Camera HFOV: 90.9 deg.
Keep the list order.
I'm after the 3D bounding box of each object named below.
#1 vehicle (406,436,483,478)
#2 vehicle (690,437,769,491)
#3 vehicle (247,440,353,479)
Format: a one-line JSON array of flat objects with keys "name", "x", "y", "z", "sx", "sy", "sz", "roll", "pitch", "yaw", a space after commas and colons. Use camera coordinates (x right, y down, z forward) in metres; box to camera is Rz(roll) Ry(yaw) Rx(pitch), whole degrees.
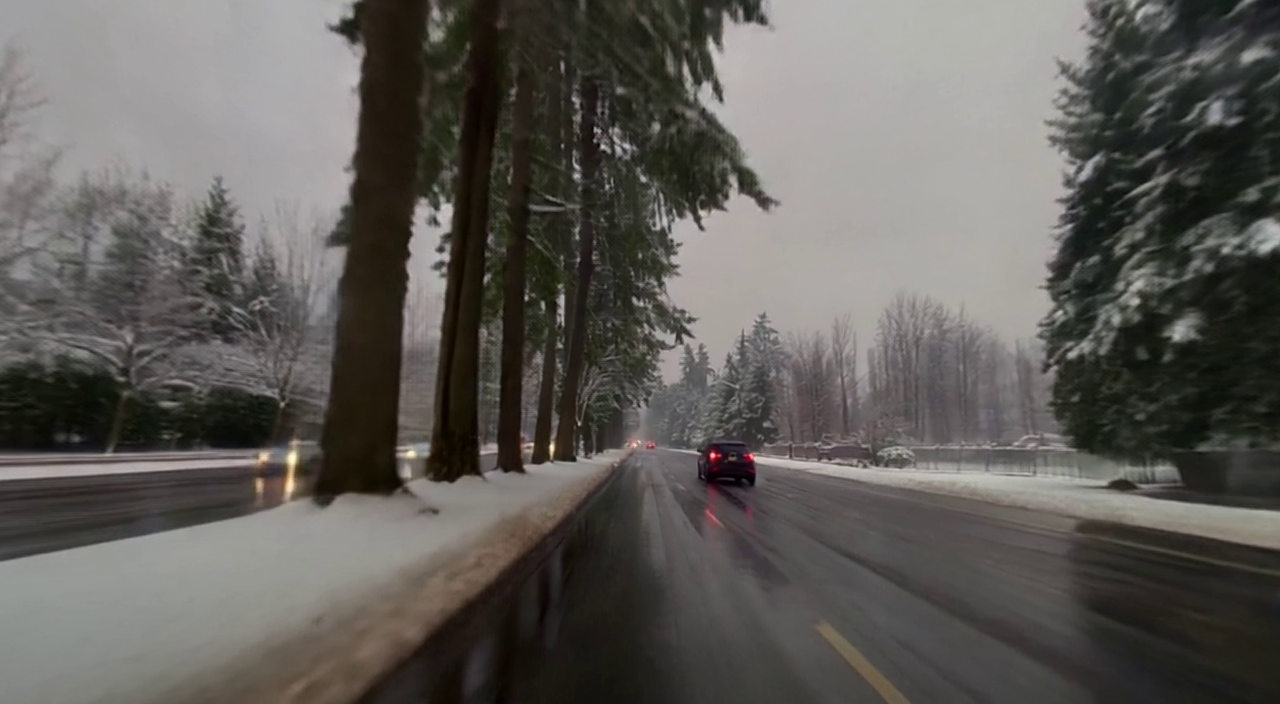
[{"name": "vehicle", "x": -8.569, "y": 4.629, "z": 28.046, "sx": 2.070, "sy": 1.703, "sz": 4.301, "roll": 0, "pitch": -8, "yaw": 0}, {"name": "vehicle", "x": 3.037, "y": 3.912, "z": 22.453, "sx": 2.108, "sy": 1.712, "sz": 4.616, "roll": 0, "pitch": -8, "yaw": -1}, {"name": "vehicle", "x": -14.408, "y": 4.558, "z": 27.022, "sx": 2.094, "sy": 1.504, "sz": 4.283, "roll": 0, "pitch": -8, "yaw": 1}]
